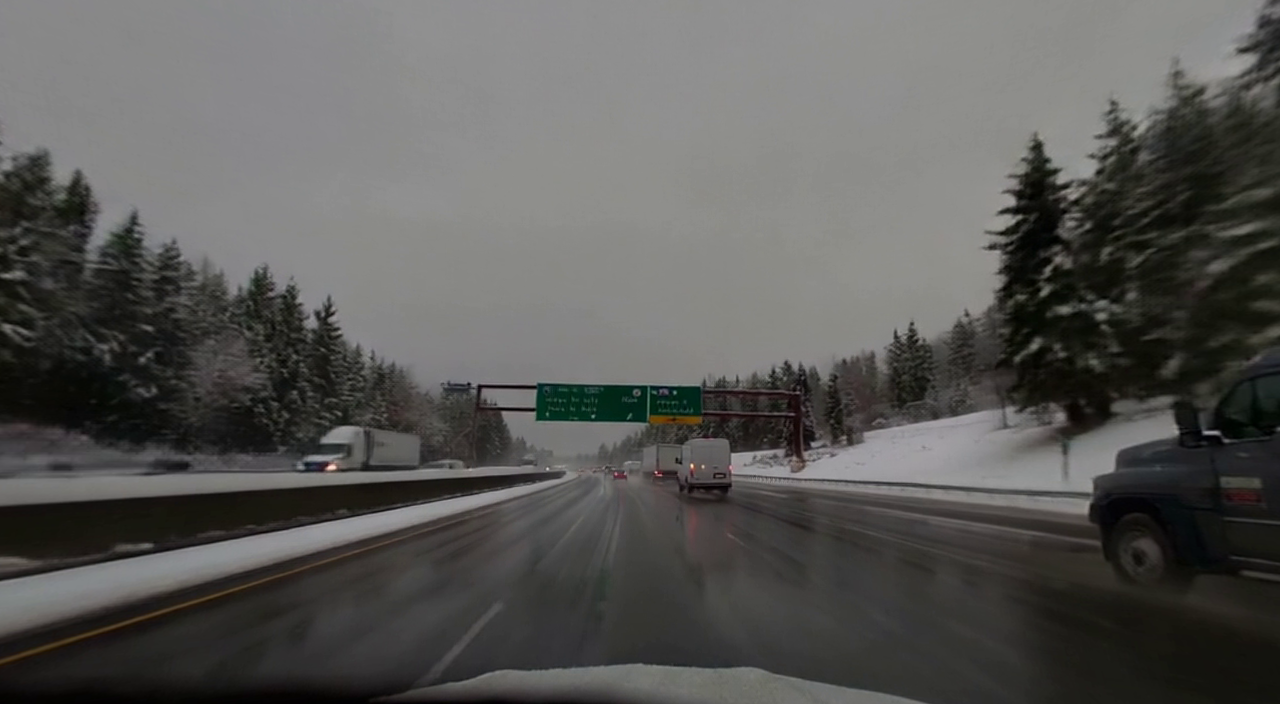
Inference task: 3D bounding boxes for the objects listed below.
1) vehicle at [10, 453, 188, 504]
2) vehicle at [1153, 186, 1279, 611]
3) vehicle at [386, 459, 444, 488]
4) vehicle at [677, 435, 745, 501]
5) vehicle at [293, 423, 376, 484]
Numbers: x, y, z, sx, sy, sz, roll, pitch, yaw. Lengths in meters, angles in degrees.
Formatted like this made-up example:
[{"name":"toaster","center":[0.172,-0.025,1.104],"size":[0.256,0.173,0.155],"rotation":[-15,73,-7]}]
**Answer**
[{"name":"vehicle","center":[-17.531,4.136,20.714],"size":[1.875,1.453,4.480],"rotation":[1,-10,-1]},{"name":"vehicle","center":[7.667,-0.613,0.268],"size":[2.866,4.102,14.351],"rotation":[1,-10,0]},{"name":"vehicle","center":[-14.298,7.771,40.264],"size":[1.996,1.658,4.607],"rotation":[1,-10,0]},{"name":"vehicle","center":[3.033,5.204,28.223],"size":[2.291,2.639,5.280],"rotation":[1,-10,-2]},{"name":"vehicle","center":[-21.760,7.368,45.199],"size":[2.923,3.992,5.858],"rotation":[1,-10,-1]}]
